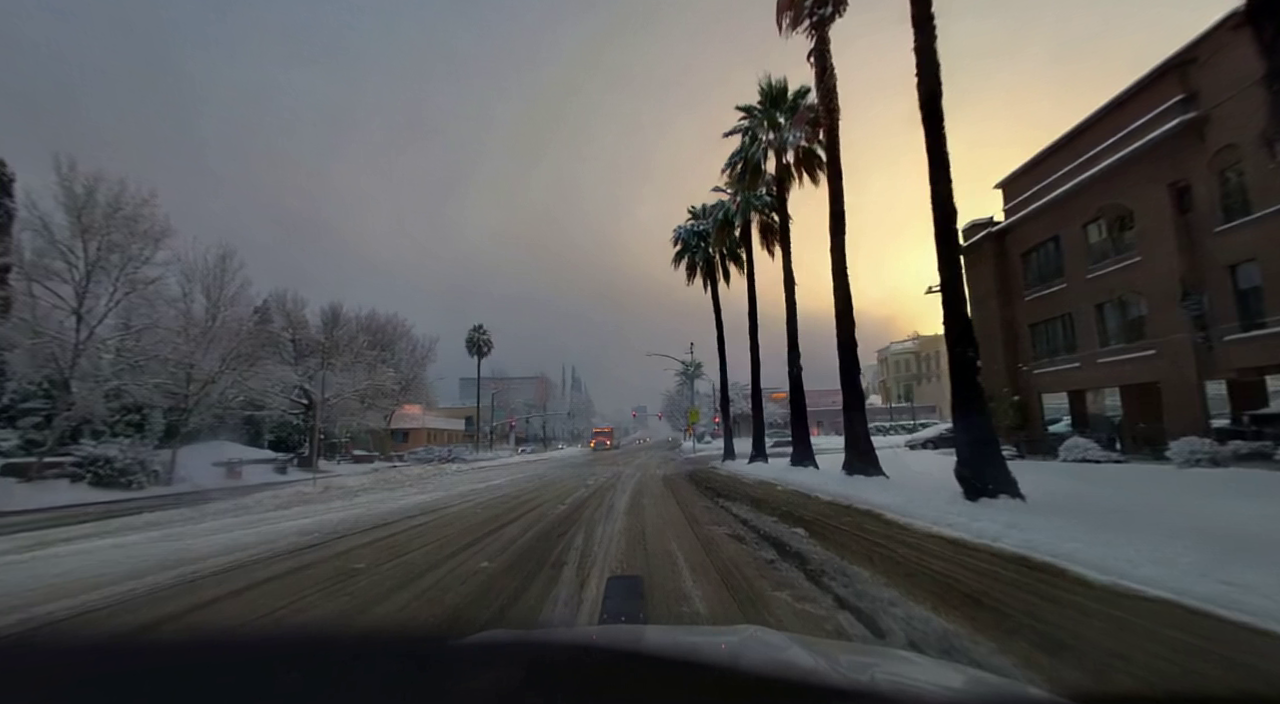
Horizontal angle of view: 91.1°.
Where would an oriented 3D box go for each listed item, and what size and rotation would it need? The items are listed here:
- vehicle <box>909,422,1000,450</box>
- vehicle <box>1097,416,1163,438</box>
[{"bbox_3d":[16.753,4.490,33.512,3.945,1.463,1.684,1,-8,-5],"label":"vehicle"},{"bbox_3d":[37.024,5.730,47.561,1.794,1.535,4.466,-1,-8,6],"label":"vehicle"}]
